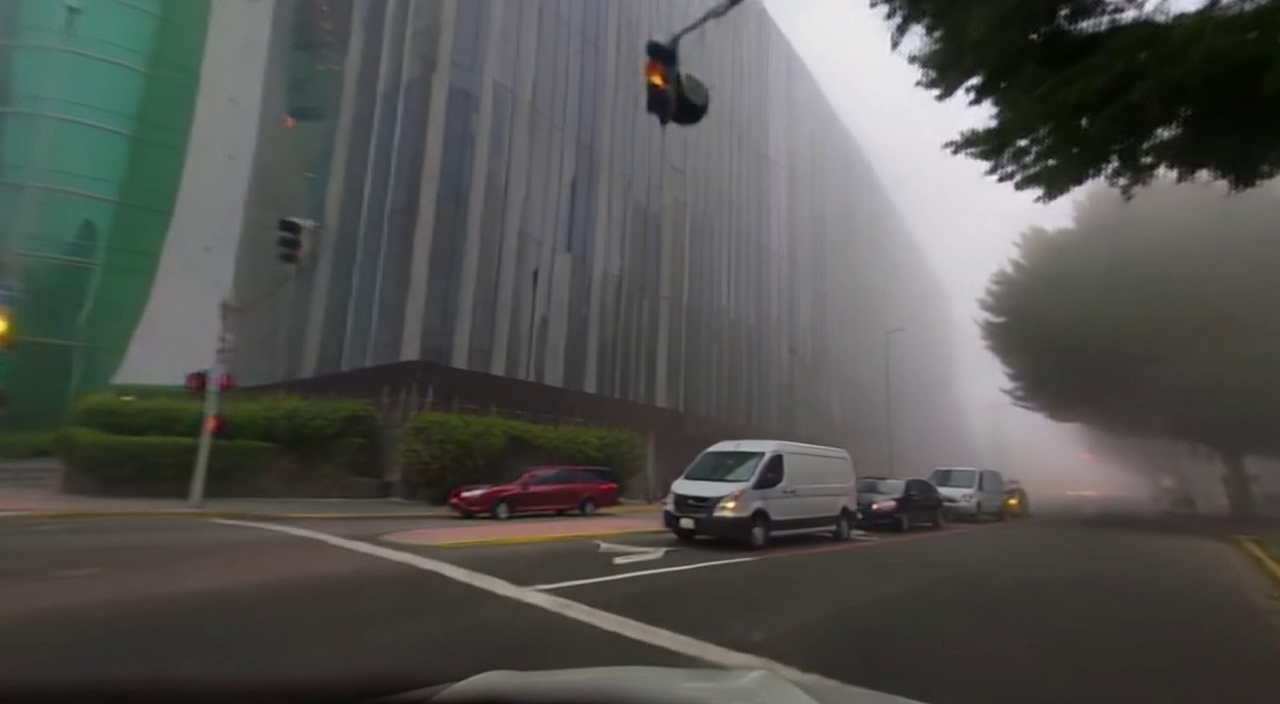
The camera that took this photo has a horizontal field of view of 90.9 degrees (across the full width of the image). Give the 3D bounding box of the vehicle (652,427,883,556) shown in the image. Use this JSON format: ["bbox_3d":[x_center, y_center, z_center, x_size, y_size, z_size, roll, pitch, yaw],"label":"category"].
[{"bbox_3d":[2.767,2.727,12.702,2.104,2.013,5.252,-11,-15,40],"label":"vehicle"}]

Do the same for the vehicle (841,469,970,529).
[{"bbox_3d":[7.836,4.195,18.372,1.853,1.495,4.632,-11,-15,41],"label":"vehicle"}]

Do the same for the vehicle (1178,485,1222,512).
[{"bbox_3d":[36.021,9.381,40.557,1.899,1.470,3.666,-8,-13,40],"label":"vehicle"}]

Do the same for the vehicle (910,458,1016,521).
[{"bbox_3d":[11.947,4.972,23.176,2.148,2.024,4.884,-8,-14,41],"label":"vehicle"}]

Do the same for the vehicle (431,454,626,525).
[{"bbox_3d":[-2.592,3.324,15.574,1.868,1.472,4.470,-9,-14,42],"label":"vehicle"}]
